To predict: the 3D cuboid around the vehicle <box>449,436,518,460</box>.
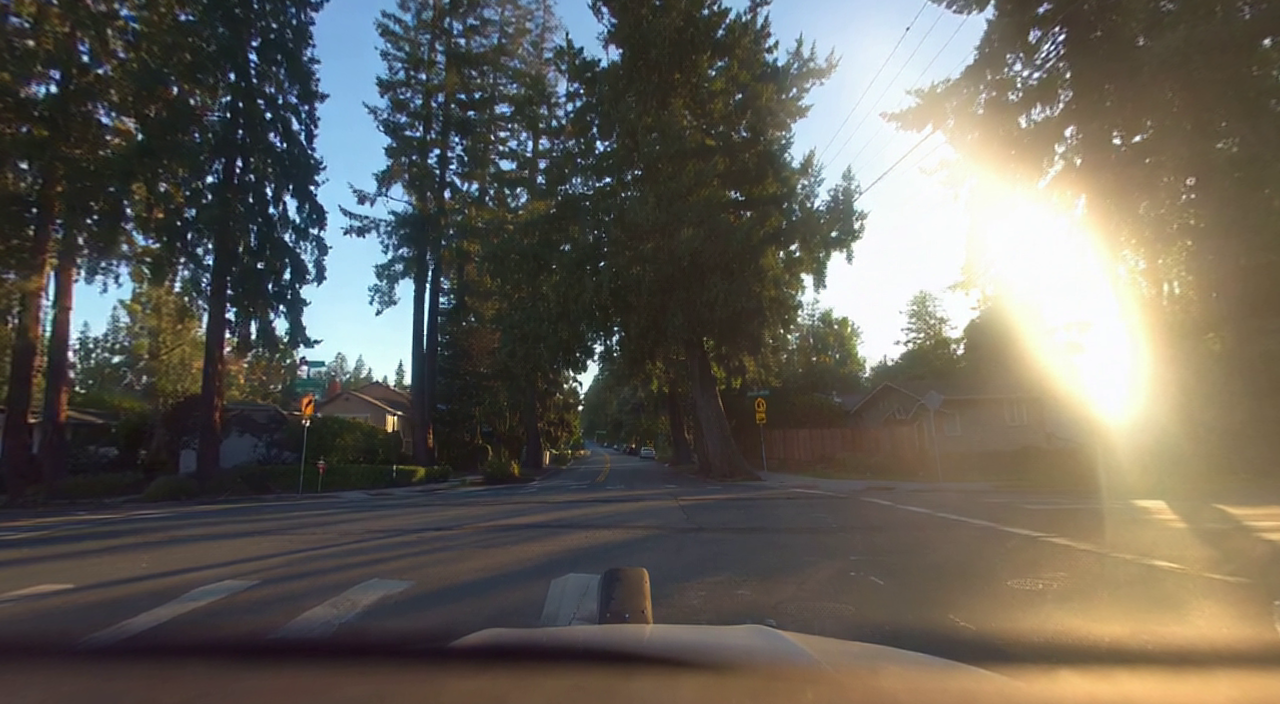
[{"bbox_3d":[-11.670,7.194,47.251,4.622,1.782,1.836,0,-8,1],"label":"vehicle"}]
